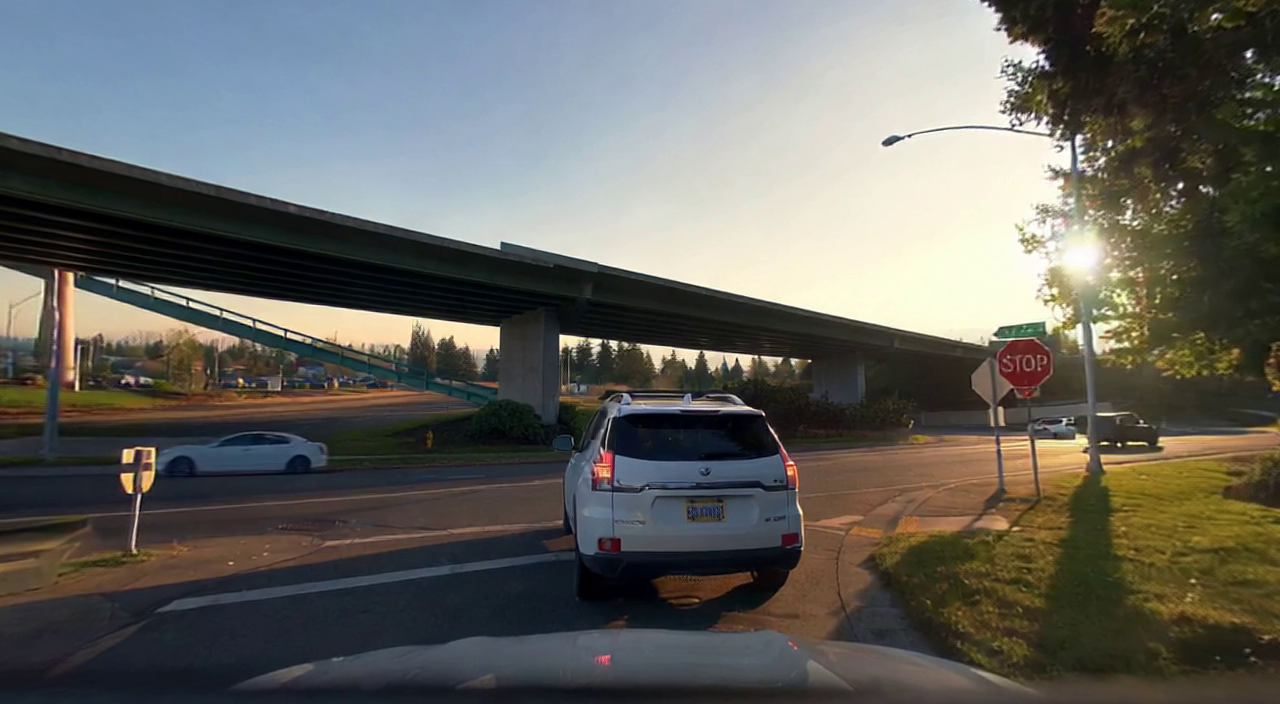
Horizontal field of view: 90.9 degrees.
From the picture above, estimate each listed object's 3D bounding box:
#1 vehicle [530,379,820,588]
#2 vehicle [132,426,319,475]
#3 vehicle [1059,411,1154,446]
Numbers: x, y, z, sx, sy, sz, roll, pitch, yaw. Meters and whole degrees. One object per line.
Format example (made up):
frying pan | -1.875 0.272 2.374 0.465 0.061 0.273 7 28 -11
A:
vehicle | 0.338 1.466 7.710 2.494 1.804 4.336 0 -9 1
vehicle | -13.825 3.331 21.440 5.032 1.497 1.897 5 -10 -29
vehicle | 24.350 4.028 32.909 4.413 1.717 2.073 4 -10 -27
